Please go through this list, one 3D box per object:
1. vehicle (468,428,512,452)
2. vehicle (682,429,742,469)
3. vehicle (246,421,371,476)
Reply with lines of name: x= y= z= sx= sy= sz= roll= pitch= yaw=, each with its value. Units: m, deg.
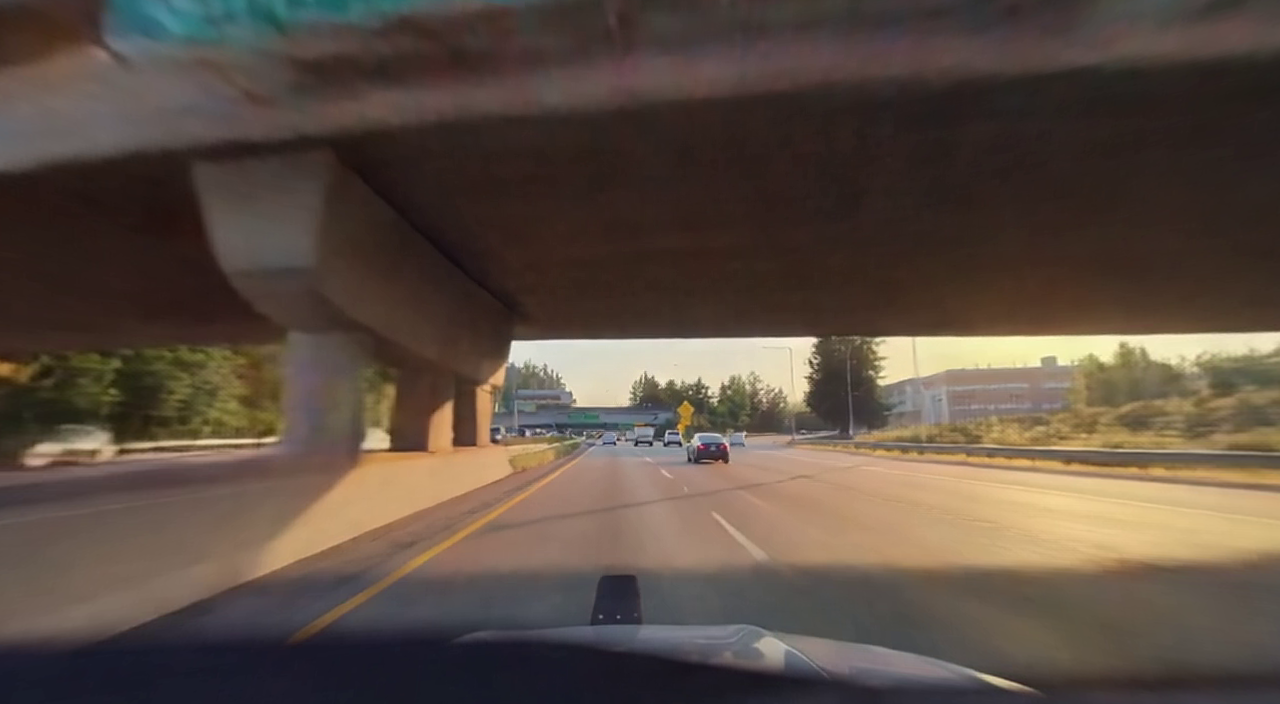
vehicle: x=-10.016 y=5.932 z=42.449 sx=2.011 sy=1.519 sz=4.508 roll=0 pitch=-8 yaw=-2
vehicle: x=3.006 y=4.102 z=26.957 sx=1.938 sy=1.578 sz=3.764 roll=0 pitch=-8 yaw=-3
vehicle: x=-9.514 y=2.794 z=18.468 sx=1.729 sy=1.450 sz=3.703 roll=0 pitch=-8 yaw=-2
